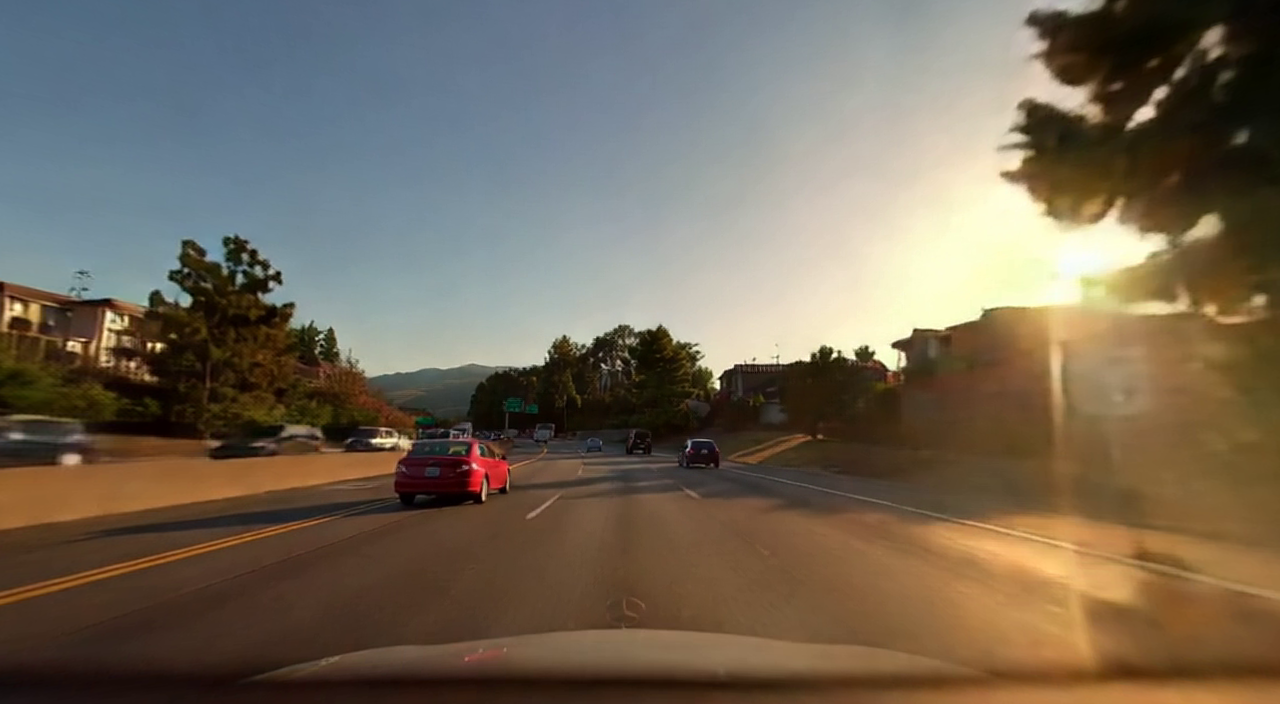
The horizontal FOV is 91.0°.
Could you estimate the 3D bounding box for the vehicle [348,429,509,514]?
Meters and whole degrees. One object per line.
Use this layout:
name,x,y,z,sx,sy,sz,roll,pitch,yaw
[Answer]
vehicle,-4.330,2.528,13.755,2.036,1.528,4.400,0,-9,-1

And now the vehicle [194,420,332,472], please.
vehicle,-13.276,3.398,22.635,2.092,1.646,4.843,1,-9,-3

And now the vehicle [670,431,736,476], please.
vehicle,2.473,4.179,25.990,2.092,1.686,4.188,1,-9,-3
